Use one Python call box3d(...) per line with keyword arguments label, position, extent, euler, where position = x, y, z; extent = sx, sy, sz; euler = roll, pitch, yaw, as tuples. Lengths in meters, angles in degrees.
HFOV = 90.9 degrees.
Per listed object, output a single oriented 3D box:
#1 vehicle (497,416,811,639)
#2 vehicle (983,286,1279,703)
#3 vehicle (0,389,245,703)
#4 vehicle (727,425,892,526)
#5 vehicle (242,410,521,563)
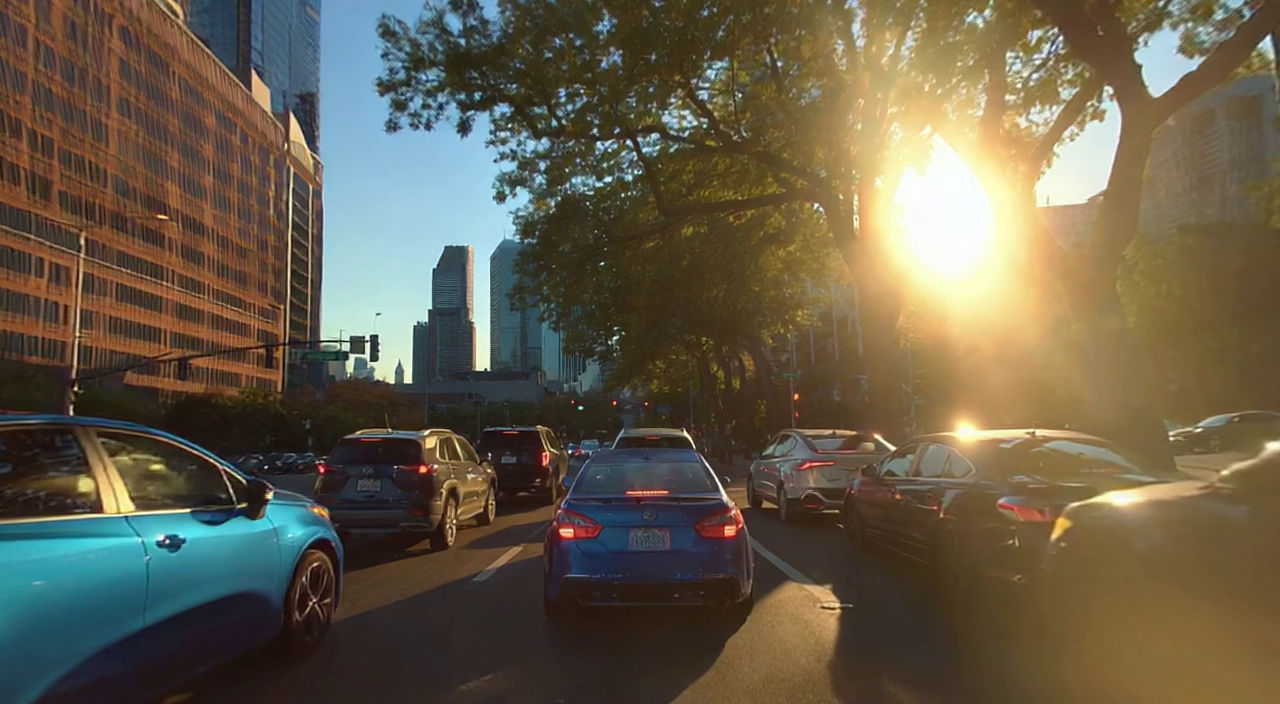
box3d(label="vehicle", position=(0.089, 1.506, 6.377), extent=(2.147, 1.507, 3.953), euler=(0, -8, 0))
box3d(label="vehicle", position=(3.060, 0.605, 1.410), extent=(2.108, 1.785, 4.334), euler=(0, -9, 0))
box3d(label="vehicle", position=(-3.388, 0.748, 1.234), extent=(2.144, 1.505, 4.635), euler=(-1, -9, 1))
box3d(label="vehicle", position=(3.156, 2.405, 12.802), extent=(2.110, 1.661, 4.295), euler=(0, -8, 0))
box3d(label="vehicle", position=(-3.372, 1.868, 9.494), extent=(2.168, 1.719, 4.561), euler=(-1, -9, 1))
